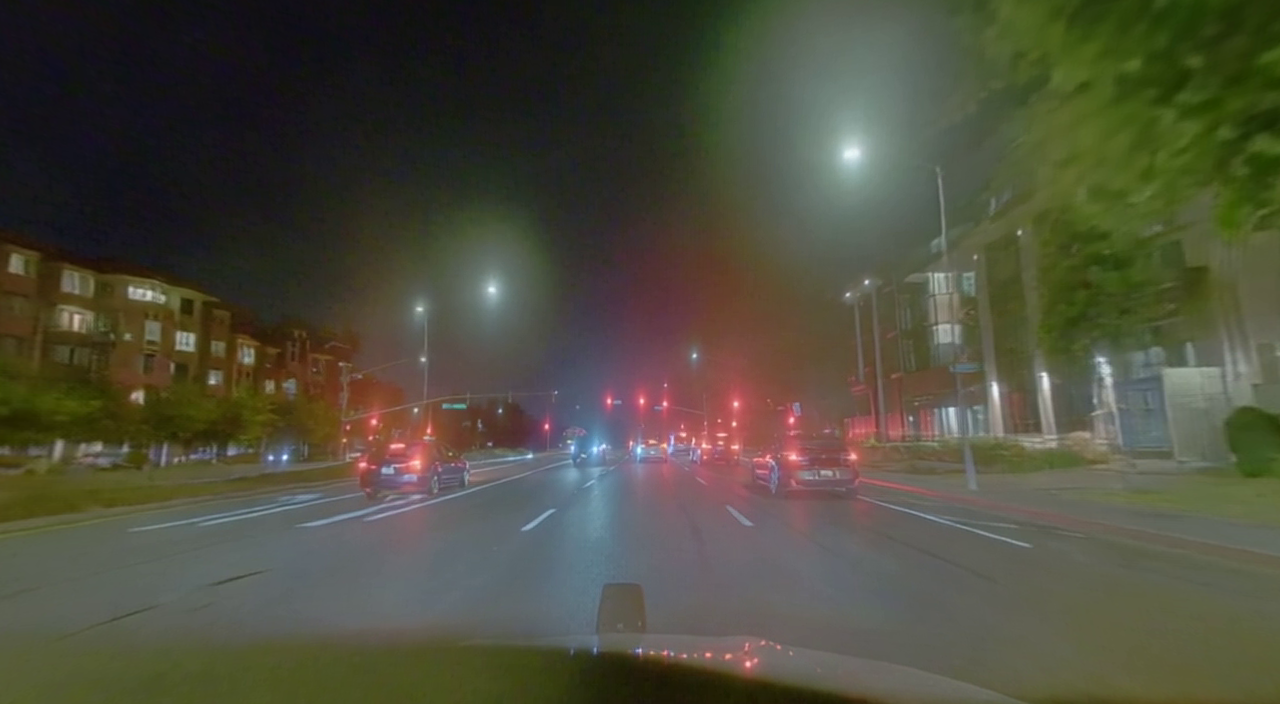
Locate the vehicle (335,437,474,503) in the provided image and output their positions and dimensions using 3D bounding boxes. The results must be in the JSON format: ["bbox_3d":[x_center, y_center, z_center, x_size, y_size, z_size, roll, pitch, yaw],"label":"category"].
[{"bbox_3d":[-5.927,3.012,16.504,1.926,1.465,4.620,0,-8,-1],"label":"vehicle"}]

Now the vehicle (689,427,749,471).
[{"bbox_3d":[3.540,4.480,29.129,2.141,1.833,4.704,0,-8,0],"label":"vehicle"}]

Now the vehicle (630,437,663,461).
[{"bbox_3d":[0.406,6.100,39.559,2.021,1.461,3.862,0,-8,0],"label":"vehicle"}]

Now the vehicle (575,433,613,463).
[{"bbox_3d":[-2.783,5.899,38.747,1.912,1.703,4.261,0,-8,2],"label":"vehicle"}]
